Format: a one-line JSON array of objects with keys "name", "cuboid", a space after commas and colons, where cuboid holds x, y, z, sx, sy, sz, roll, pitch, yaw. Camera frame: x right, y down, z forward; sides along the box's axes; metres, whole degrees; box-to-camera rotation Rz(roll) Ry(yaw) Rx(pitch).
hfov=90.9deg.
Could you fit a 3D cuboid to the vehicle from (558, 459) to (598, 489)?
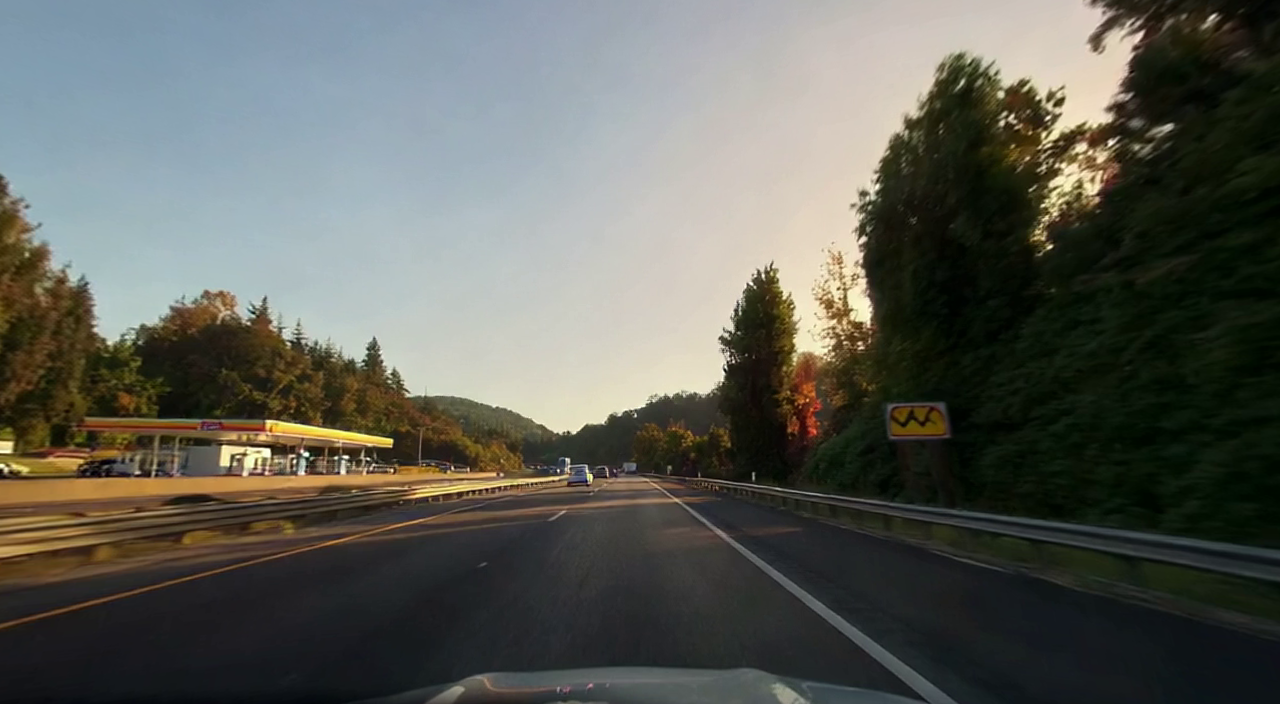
[{"name": "vehicle", "cuboid": [-4.105, 8.201, 42.491, 2.166, 1.871, 4.536, 1, -11, 1]}]
